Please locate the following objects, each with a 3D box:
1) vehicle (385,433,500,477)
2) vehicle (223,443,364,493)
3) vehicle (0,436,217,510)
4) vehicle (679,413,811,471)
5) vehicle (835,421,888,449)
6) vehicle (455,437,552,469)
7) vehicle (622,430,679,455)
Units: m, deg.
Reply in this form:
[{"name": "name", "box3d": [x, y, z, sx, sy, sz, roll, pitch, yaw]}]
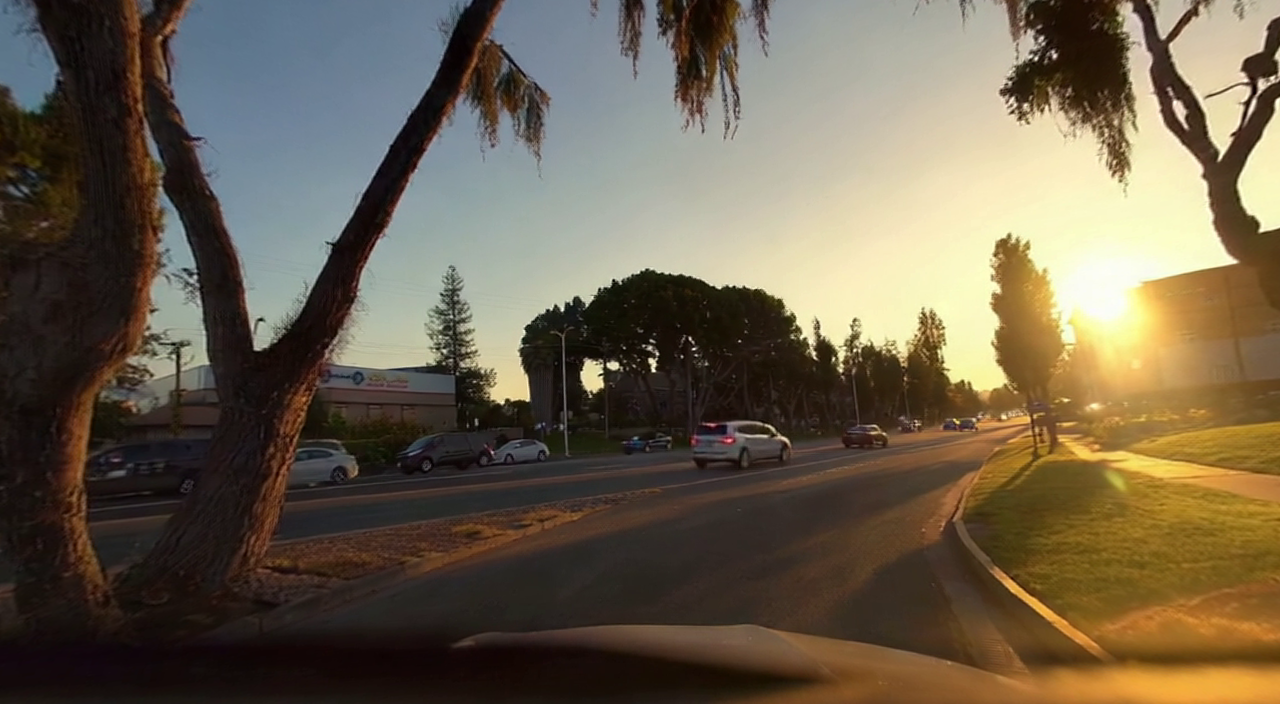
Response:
[{"name": "vehicle", "box3d": [-9.466, 4.926, 30.704, 2.134, 1.924, 4.911, -6, -9, 39]}, {"name": "vehicle", "box3d": [-13.364, 4.436, 24.629, 1.904, 1.719, 4.326, -5, -9, 35]}, {"name": "vehicle", "box3d": [-16.577, 3.684, 19.865, 2.294, 2.000, 4.788, -7, -10, 31]}, {"name": "vehicle", "box3d": [4.027, 3.364, 23.831, 2.517, 1.936, 4.748, -11, -12, 43]}, {"name": "vehicle", "box3d": [16.379, 6.102, 46.533, 1.954, 1.639, 5.229, -8, -7, 37]}, {"name": "vehicle", "box3d": [-8.049, 5.979, 37.691, 2.261, 1.733, 5.381, -6, -10, 39]}, {"name": "vehicle", "box3d": [0.814, 6.458, 45.103, 1.926, 1.691, 4.646, -5, -9, 33]}]
